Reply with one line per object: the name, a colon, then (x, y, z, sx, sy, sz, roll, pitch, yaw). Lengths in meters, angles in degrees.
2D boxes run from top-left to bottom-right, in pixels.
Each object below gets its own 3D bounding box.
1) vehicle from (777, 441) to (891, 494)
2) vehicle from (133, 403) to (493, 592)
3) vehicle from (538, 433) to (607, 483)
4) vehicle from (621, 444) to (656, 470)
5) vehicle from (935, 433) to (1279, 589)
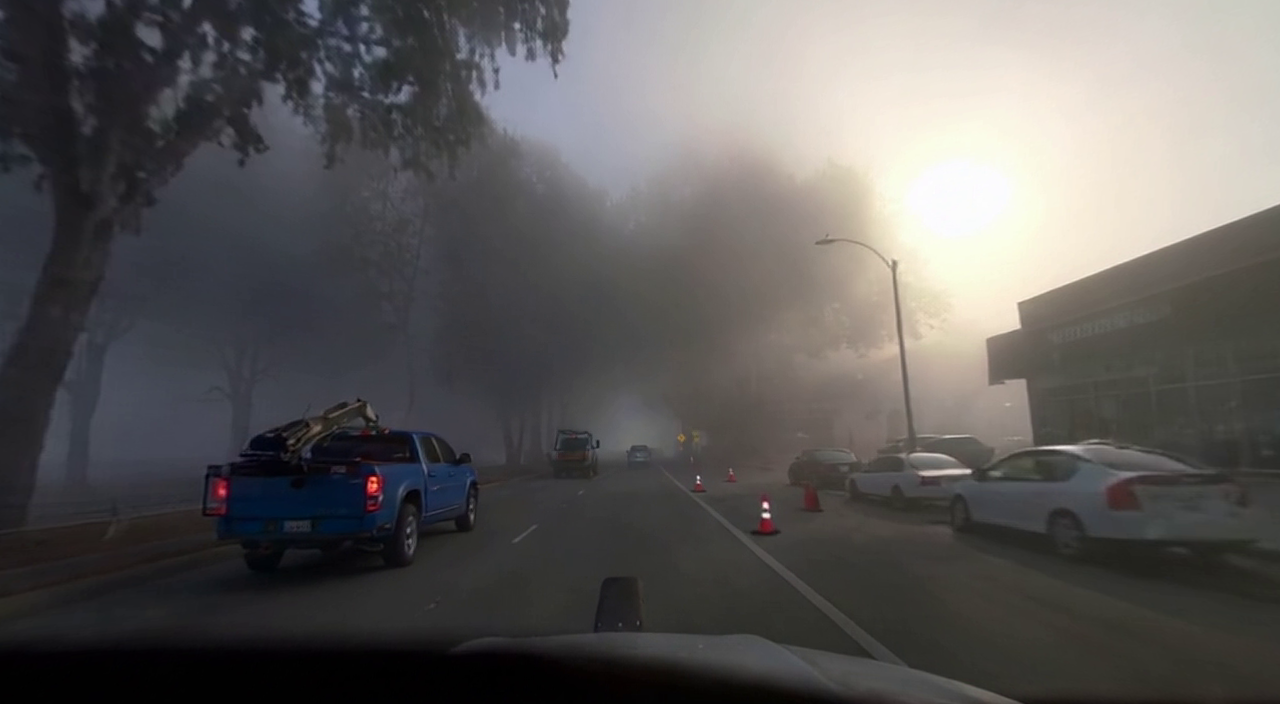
vehicle: (6.599, 3.978, 22.219, 2.126, 1.642, 4.888, 0, -9, -4)
vehicle: (-3.634, 1.719, 8.292, 2.327, 1.775, 4.430, 0, -9, 0)
vehicle: (-2.942, 4.832, 29.138, 2.424, 2.063, 5.678, 0, -9, 2)
vehicle: (-0.183, 7.580, 45.821, 2.413, 1.748, 4.406, 0, -9, -2)
vehicle: (6.031, 1.910, 8.537, 2.045, 1.505, 4.615, -1, -9, 3)
